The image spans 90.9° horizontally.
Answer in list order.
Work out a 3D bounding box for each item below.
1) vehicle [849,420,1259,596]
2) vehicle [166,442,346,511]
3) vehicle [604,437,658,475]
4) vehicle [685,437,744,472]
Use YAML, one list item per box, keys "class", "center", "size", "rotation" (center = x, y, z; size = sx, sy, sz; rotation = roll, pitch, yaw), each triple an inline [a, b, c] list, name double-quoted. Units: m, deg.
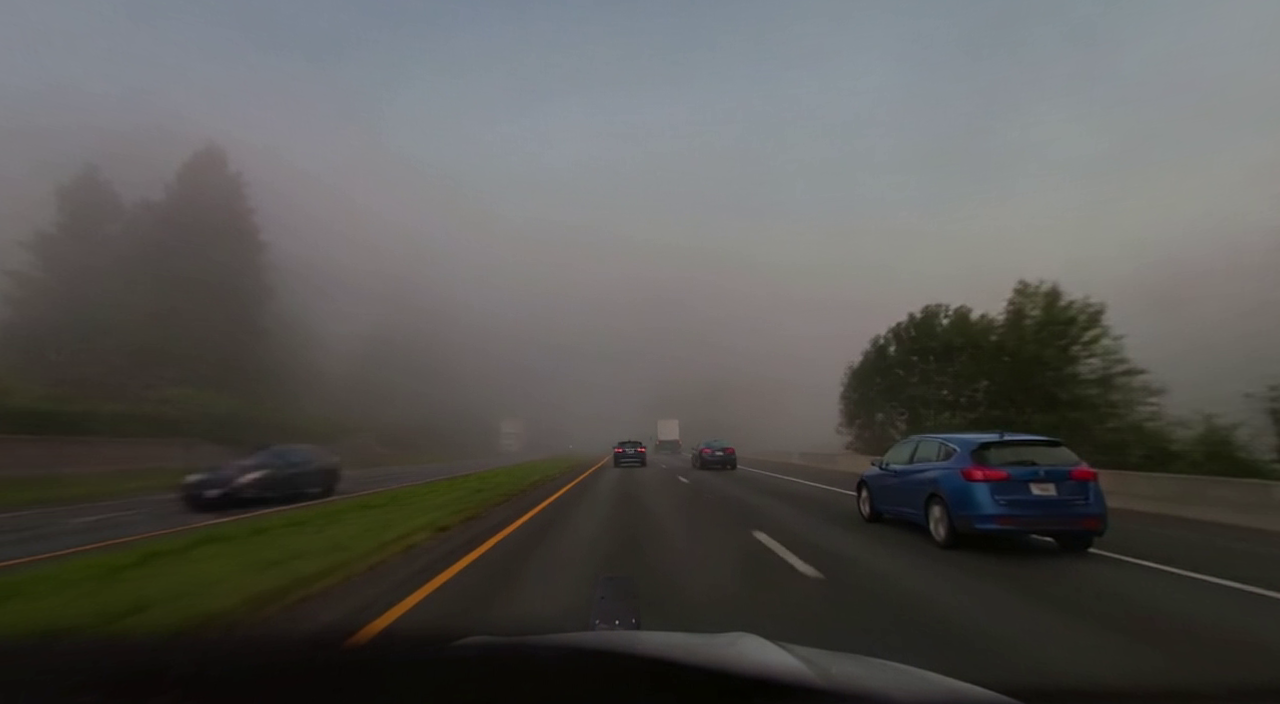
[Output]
- class: "vehicle"
  center: [4.391, 1.659, 7.750]
  size: [2.066, 1.526, 4.216]
  rotation: [0, -8, -2]
- class: "vehicle"
  center: [-9.570, 3.089, 16.200]
  size: [2.154, 1.488, 4.002]
  rotation: [0, -8, -1]
- class: "vehicle"
  center: [-0.394, 4.400, 26.943]
  size: [2.143, 1.466, 3.693]
  rotation: [0, -8, -2]
- class: "vehicle"
  center: [3.353, 4.717, 29.325]
  size: [2.004, 1.469, 4.472]
  rotation: [0, -8, -2]
